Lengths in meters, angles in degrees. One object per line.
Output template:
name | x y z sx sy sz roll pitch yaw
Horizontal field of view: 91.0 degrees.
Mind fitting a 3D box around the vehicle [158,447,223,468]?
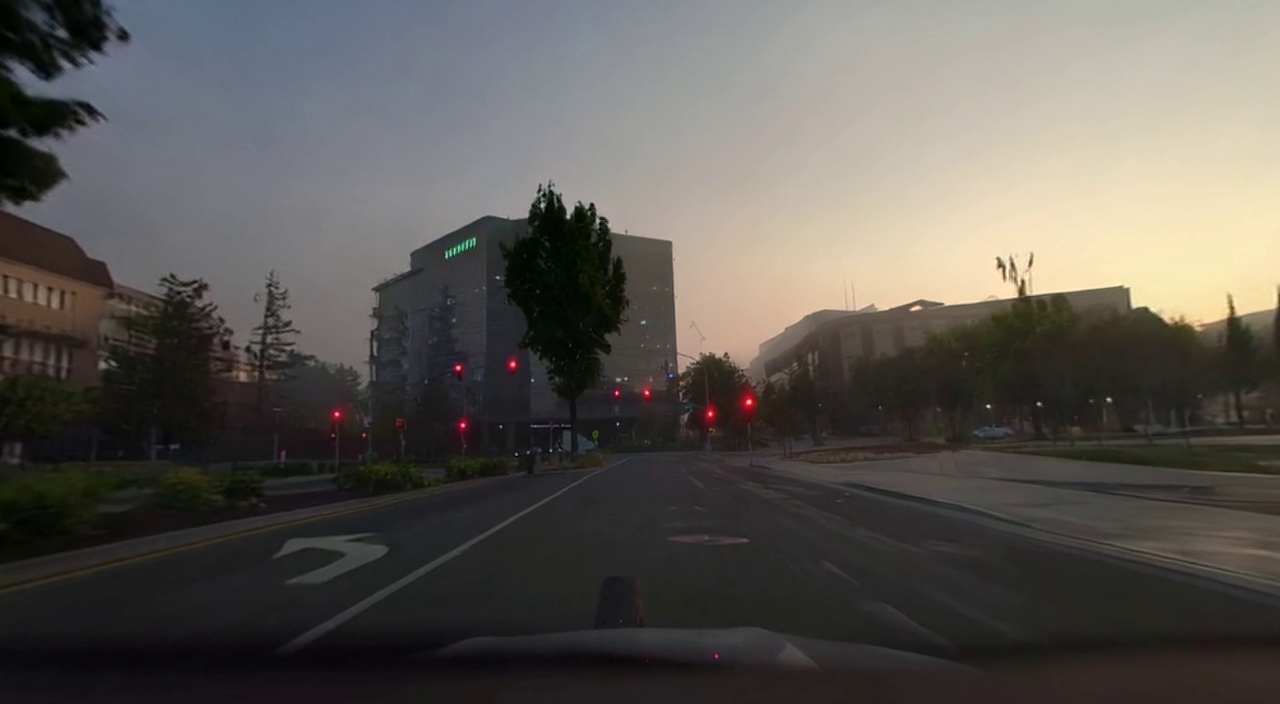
vehicle | -34.703 8.144 48.790 1.916 1.522 4.217 0 -8 0

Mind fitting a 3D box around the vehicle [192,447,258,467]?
vehicle | -32.072 8.101 48.874 1.852 1.485 4.683 0 -9 1
